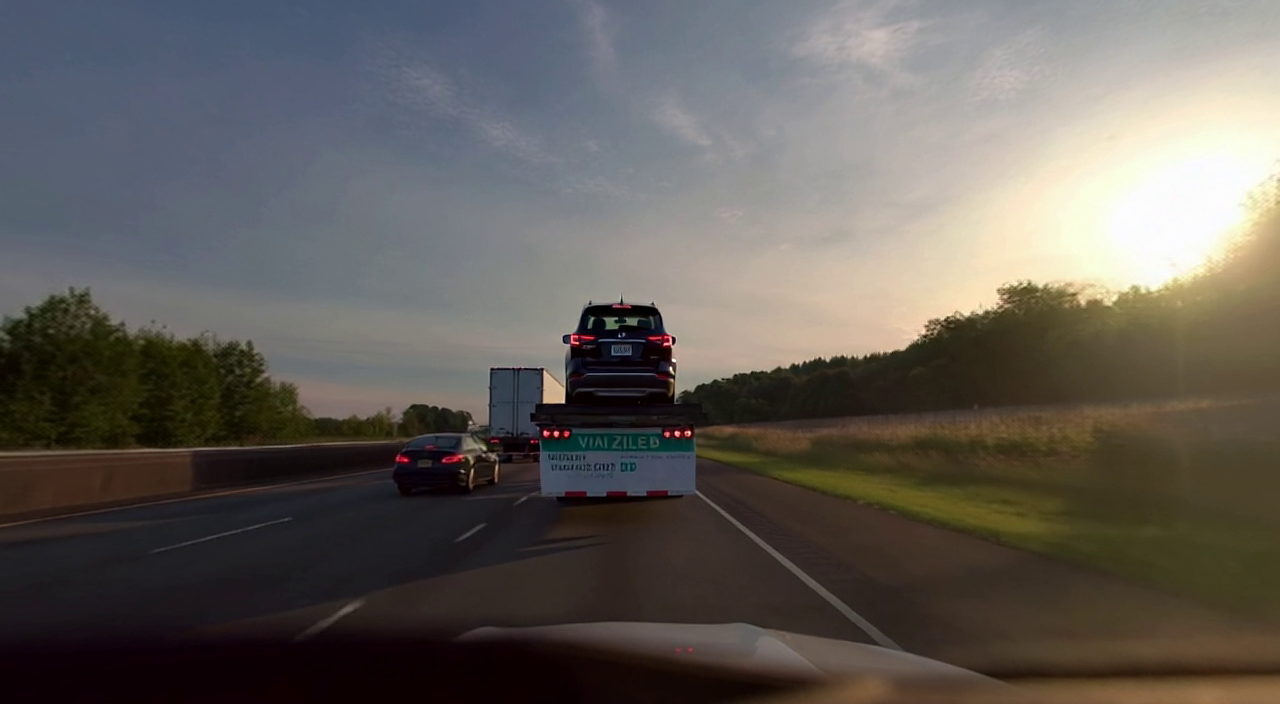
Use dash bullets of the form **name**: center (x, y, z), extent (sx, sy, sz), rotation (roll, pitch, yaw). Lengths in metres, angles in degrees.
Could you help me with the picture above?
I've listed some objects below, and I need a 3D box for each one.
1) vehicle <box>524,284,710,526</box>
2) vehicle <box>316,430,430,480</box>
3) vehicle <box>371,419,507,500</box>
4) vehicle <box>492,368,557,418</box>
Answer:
- **vehicle**: center (-0.476, 1.355, 14.073), extent (2.738, 3.628, 9.223), rotation (0, -7, -2)
- **vehicle**: center (-8.963, 3.463, 21.671), extent (1.897, 1.524, 4.790), rotation (0, -7, -1)
- **vehicle**: center (-4.624, 2.511, 15.266), extent (1.914, 1.675, 4.331), rotation (0, -7, -1)
- **vehicle**: center (-4.786, 1.836, 26.779), extent (2.118, 1.799, 4.591), rotation (0, -7, -3)
